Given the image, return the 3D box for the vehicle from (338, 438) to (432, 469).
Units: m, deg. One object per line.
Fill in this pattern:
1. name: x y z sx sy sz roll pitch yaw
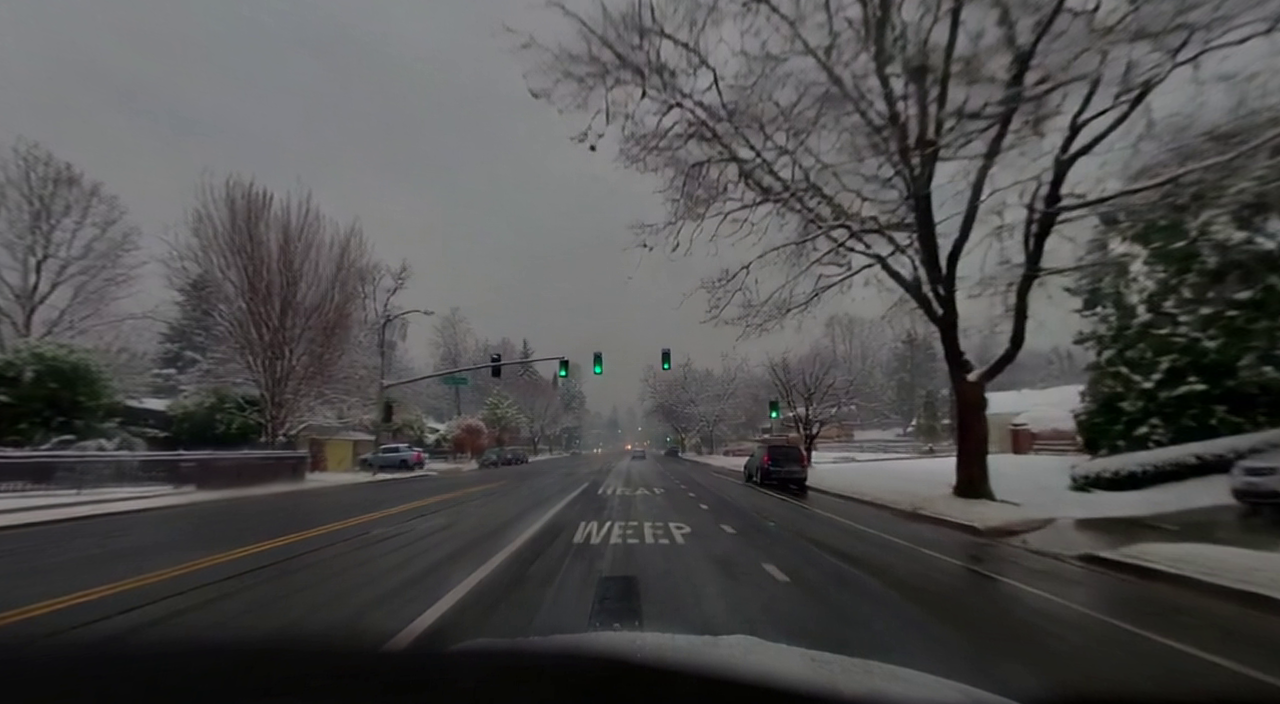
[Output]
1. vehicle: -17.926 7.207 44.422 5.656 1.999 2.307 -2 -10 3

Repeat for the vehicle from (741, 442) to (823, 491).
1. vehicle: 5.161 4.209 23.500 1.979 1.637 4.321 0 -9 -1
